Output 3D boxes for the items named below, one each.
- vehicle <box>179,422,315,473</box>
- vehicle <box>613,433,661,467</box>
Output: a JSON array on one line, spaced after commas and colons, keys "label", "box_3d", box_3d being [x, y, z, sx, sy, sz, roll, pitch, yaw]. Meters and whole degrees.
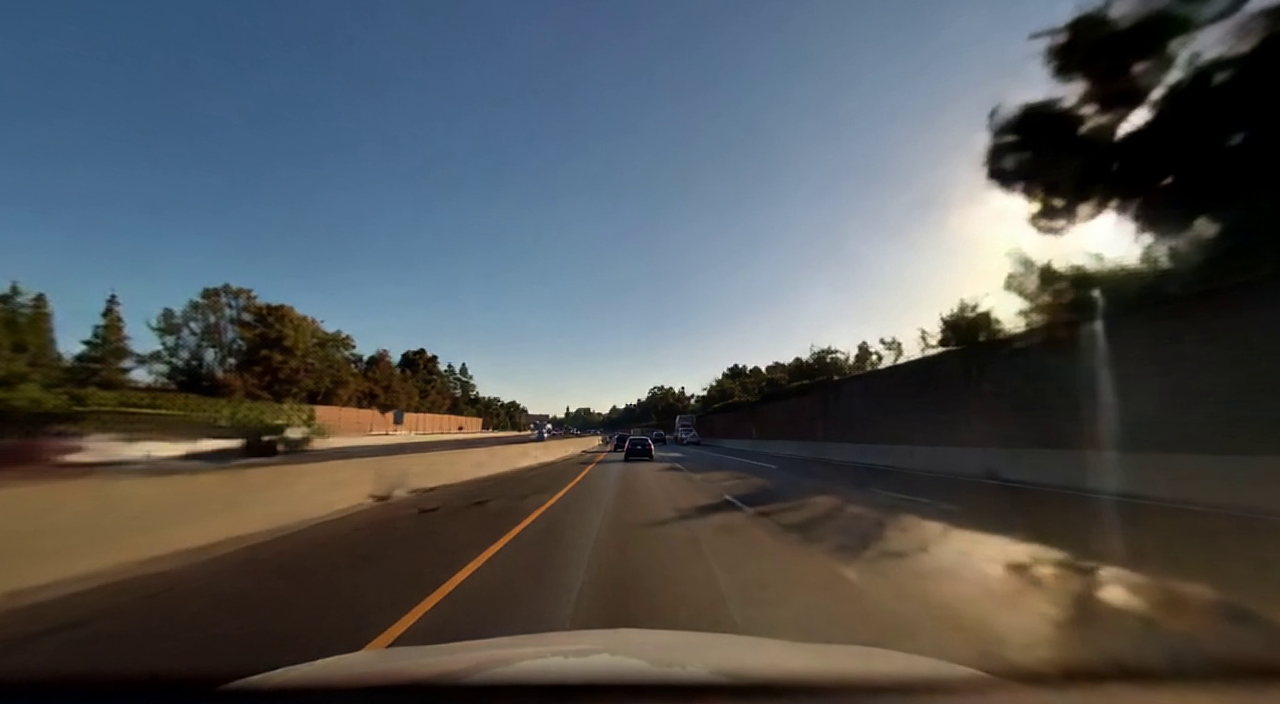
[{"label": "vehicle", "box_3d": [-12.654, 3.092, 20.623, 1.883, 1.490, 3.959, 0, -8, 0]}, {"label": "vehicle", "box_3d": [-0.174, 4.604, 29.918, 2.119, 1.480, 4.000, 0, -8, -1]}]
